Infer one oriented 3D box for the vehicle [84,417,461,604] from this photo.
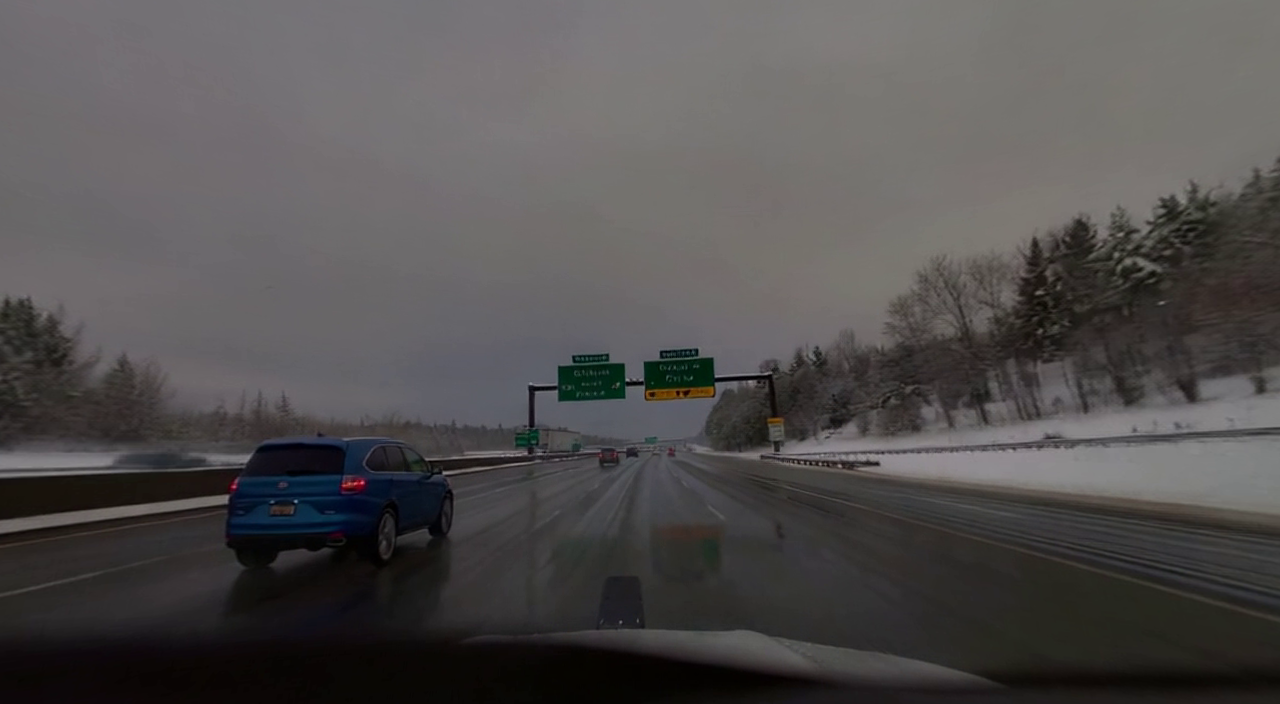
[{"bbox_3d":[-3.810,1.700,7.645,2.016,1.623,4.126,0,-9,1],"label":"vehicle"}]
